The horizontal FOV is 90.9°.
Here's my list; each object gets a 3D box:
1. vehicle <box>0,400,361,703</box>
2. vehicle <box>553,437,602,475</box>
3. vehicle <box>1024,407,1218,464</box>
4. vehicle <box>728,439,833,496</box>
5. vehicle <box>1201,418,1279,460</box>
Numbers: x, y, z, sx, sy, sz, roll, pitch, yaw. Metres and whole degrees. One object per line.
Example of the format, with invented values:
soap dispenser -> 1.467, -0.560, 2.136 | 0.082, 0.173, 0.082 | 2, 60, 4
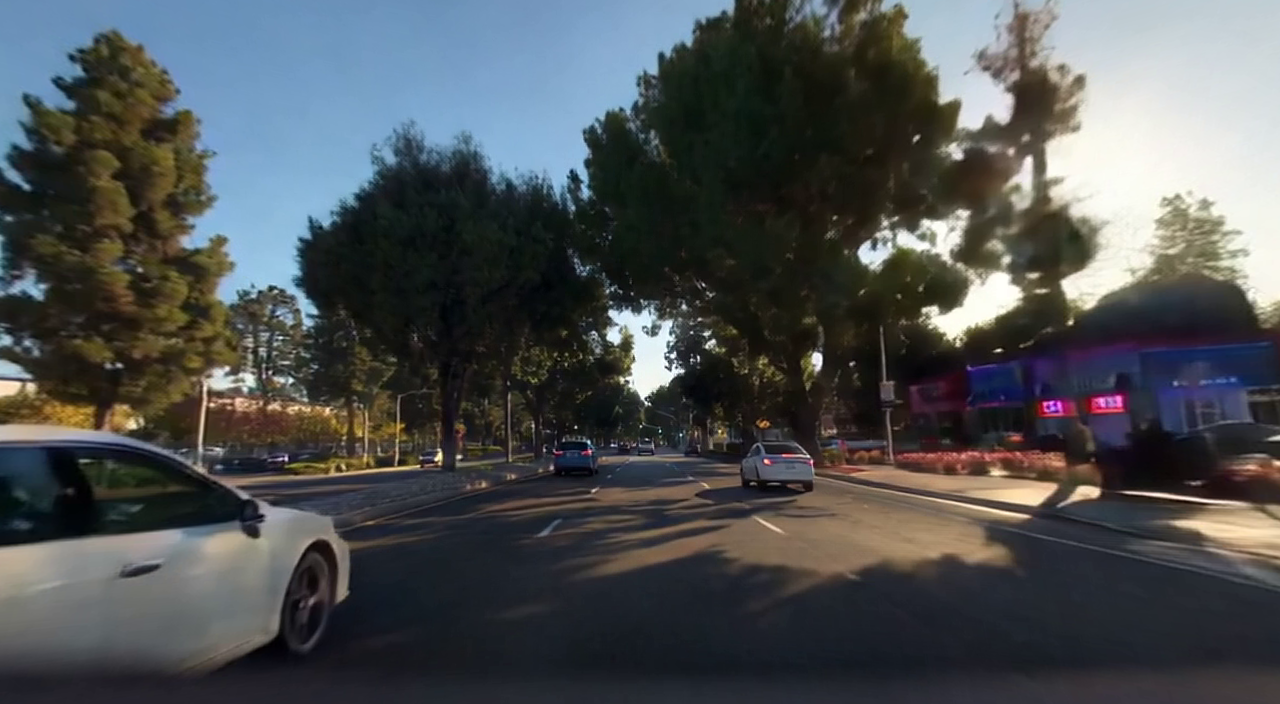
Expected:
vehicle -> -3.012, 0.887, 1.905 | 2.082, 1.460, 4.922 | 0, -8, 0
vehicle -> -3.109, 5.277, 32.195 | 1.981, 1.731, 4.360 | -1, -8, 1
vehicle -> 20.456, 3.681, 27.543 | 2.705, 2.011, 7.332 | -3, -8, 1
vehicle -> 4.049, 3.403, 19.095 | 2.036, 1.480, 4.659 | 0, -8, -1
vehicle -> 26.475, 3.612, 26.145 | 2.047, 1.662, 4.510 | 0, -8, -2
